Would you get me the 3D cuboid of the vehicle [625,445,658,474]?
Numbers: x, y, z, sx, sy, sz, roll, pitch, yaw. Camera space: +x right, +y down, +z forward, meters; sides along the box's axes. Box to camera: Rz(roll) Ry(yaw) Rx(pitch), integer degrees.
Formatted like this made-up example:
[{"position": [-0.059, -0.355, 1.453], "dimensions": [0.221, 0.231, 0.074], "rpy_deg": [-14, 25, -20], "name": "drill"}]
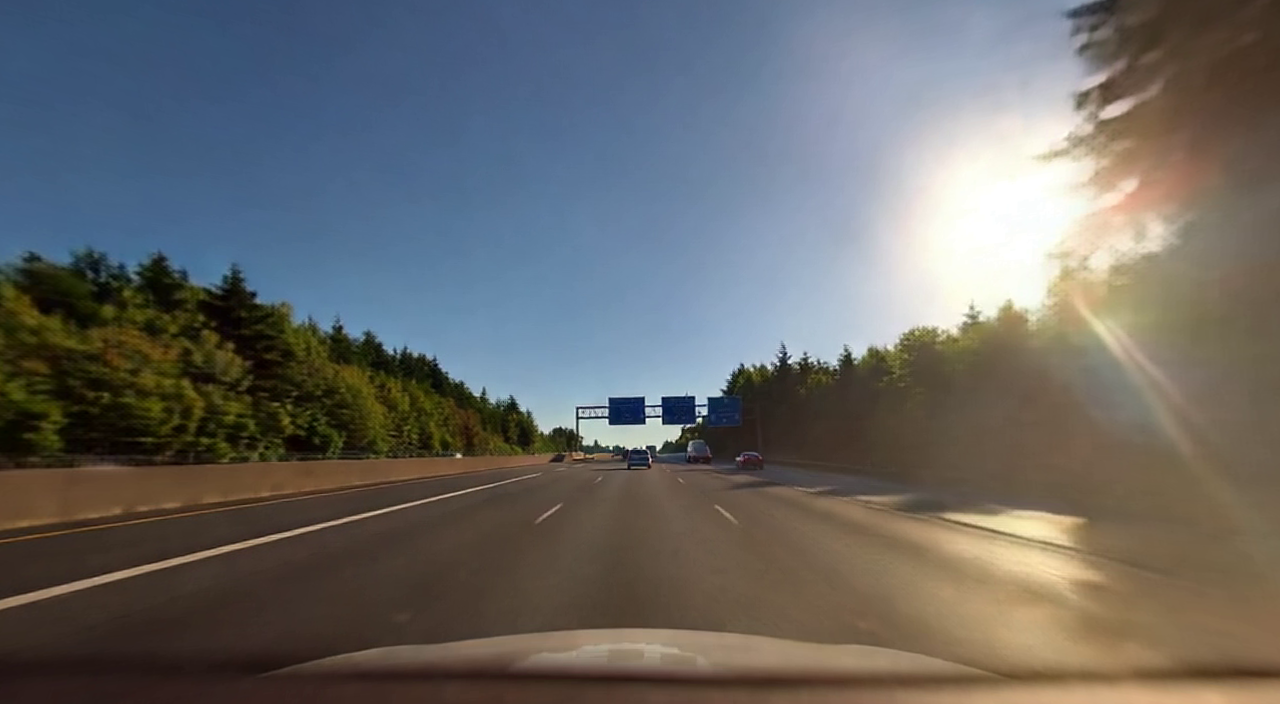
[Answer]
[{"position": [0.104, 7.253, 42.705], "dimensions": [2.167, 1.847, 4.097], "rpy_deg": [0, -9, 0], "name": "vehicle"}]
